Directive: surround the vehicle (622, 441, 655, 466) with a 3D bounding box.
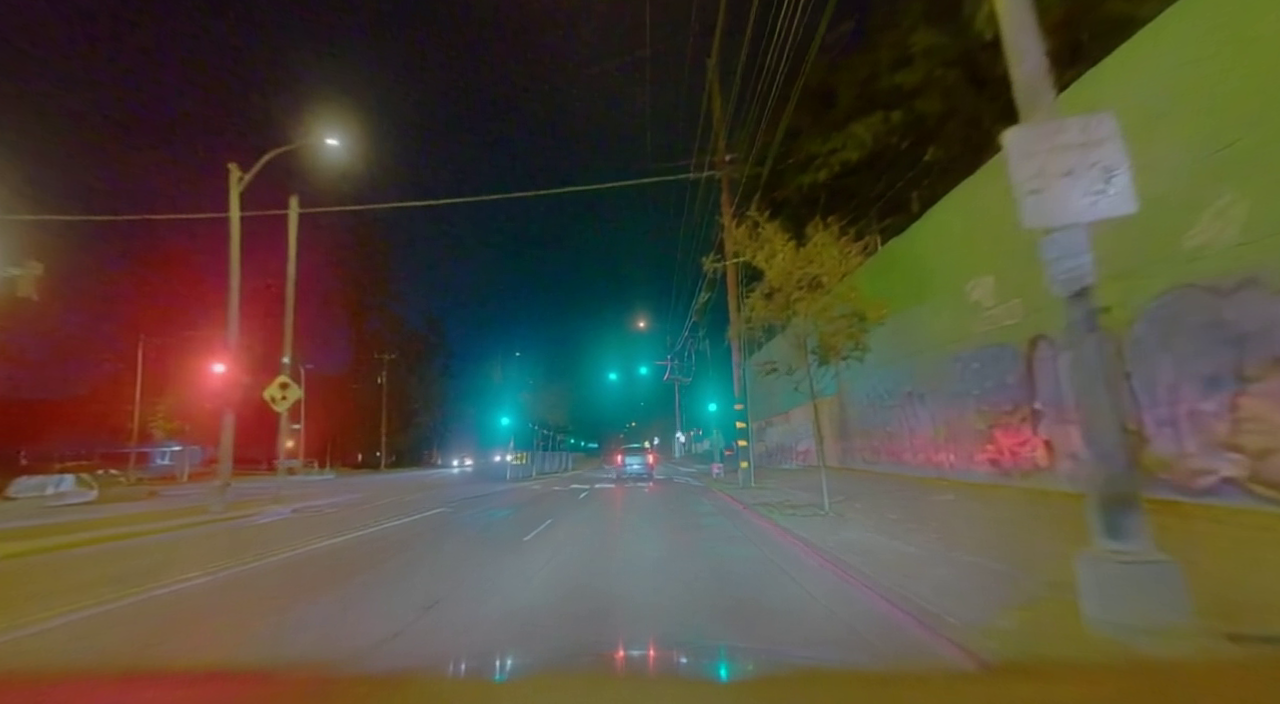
[{"bbox_3d":[-0.168,6.842,42.873,2.105,1.611,3.750,0,-8,-2],"label":"vehicle"}]
